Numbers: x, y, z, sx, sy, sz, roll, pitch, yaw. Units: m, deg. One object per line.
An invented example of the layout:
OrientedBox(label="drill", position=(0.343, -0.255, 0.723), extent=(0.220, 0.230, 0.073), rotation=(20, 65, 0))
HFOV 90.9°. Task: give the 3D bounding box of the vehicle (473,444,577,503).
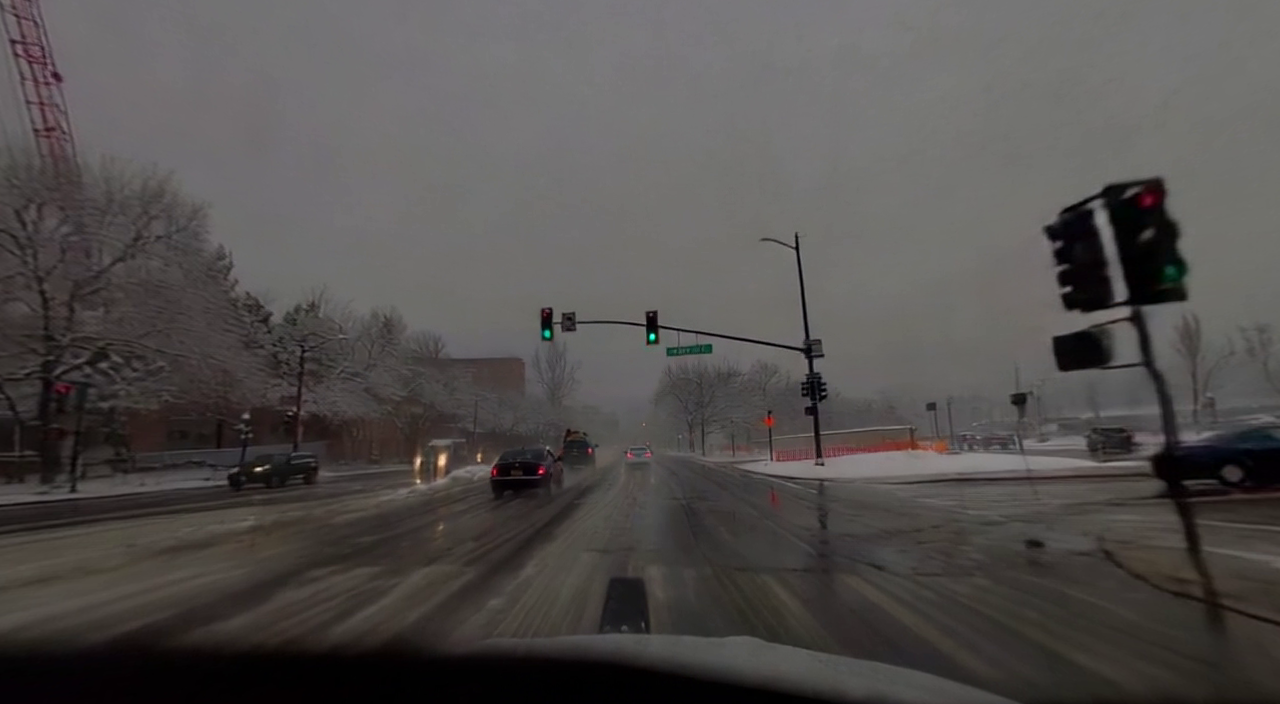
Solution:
OrientedBox(label="vehicle", position=(-3.015, 3.283, 17.566), extent=(1.959, 1.406, 4.527), rotation=(0, -9, 1))

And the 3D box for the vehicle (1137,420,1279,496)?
OrientedBox(label="vehicle", position=(12.103, 2.126, 12.875), extent=(3.244, 1.374, 1.508), rotation=(3, -9, -22))

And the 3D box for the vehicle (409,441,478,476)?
OrientedBox(label="vehicle", position=(-11.369, 6.182, 36.946), extent=(2.291, 1.890, 4.998), rotation=(-1, -9, 1))

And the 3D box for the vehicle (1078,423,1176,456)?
OrientedBox(label="vehicle", position=(27.983, 5.058, 36.387), extent=(4.014, 1.681, 1.834), rotation=(-2, -10, 22))

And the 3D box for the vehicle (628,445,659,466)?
OrientedBox(label="vehicle", position=(0.256, 7.482, 45.876), extent=(2.171, 1.422, 4.146), rotation=(0, -9, 0))

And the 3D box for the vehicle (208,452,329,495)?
OrientedBox(label="vehicle", position=(-14.709, 4.793, 25.349), extent=(1.935, 1.481, 4.702), rotation=(-1, -9, 1))

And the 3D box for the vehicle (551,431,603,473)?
OrientedBox(label="vehicle", position=(-3.276, 5.334, 33.621), extent=(2.240, 2.054, 4.662), rotation=(0, -9, 1))
